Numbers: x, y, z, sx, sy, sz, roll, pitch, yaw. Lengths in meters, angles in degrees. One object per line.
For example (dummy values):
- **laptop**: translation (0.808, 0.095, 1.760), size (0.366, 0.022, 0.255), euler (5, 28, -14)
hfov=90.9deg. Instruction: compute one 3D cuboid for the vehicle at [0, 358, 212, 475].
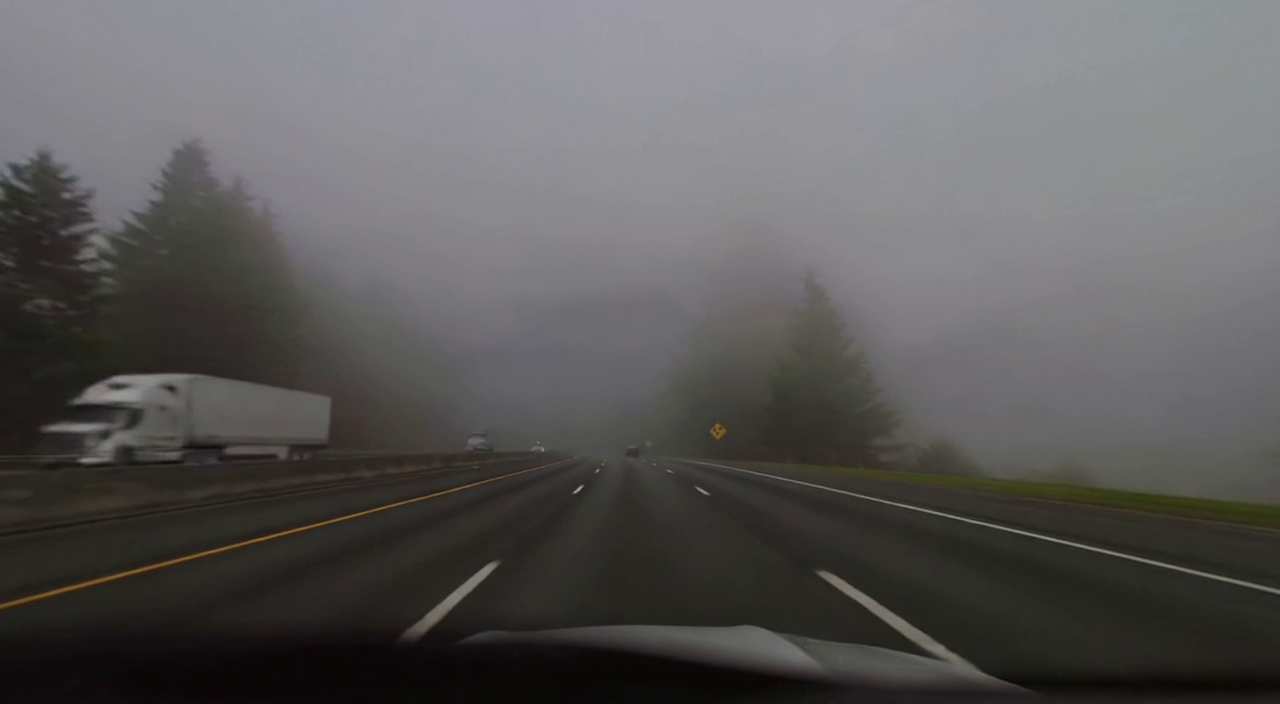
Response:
- **vehicle**: translation (-20.356, 2.639, 24.528), size (2.957, 3.978, 6.241), euler (0, -9, -2)
